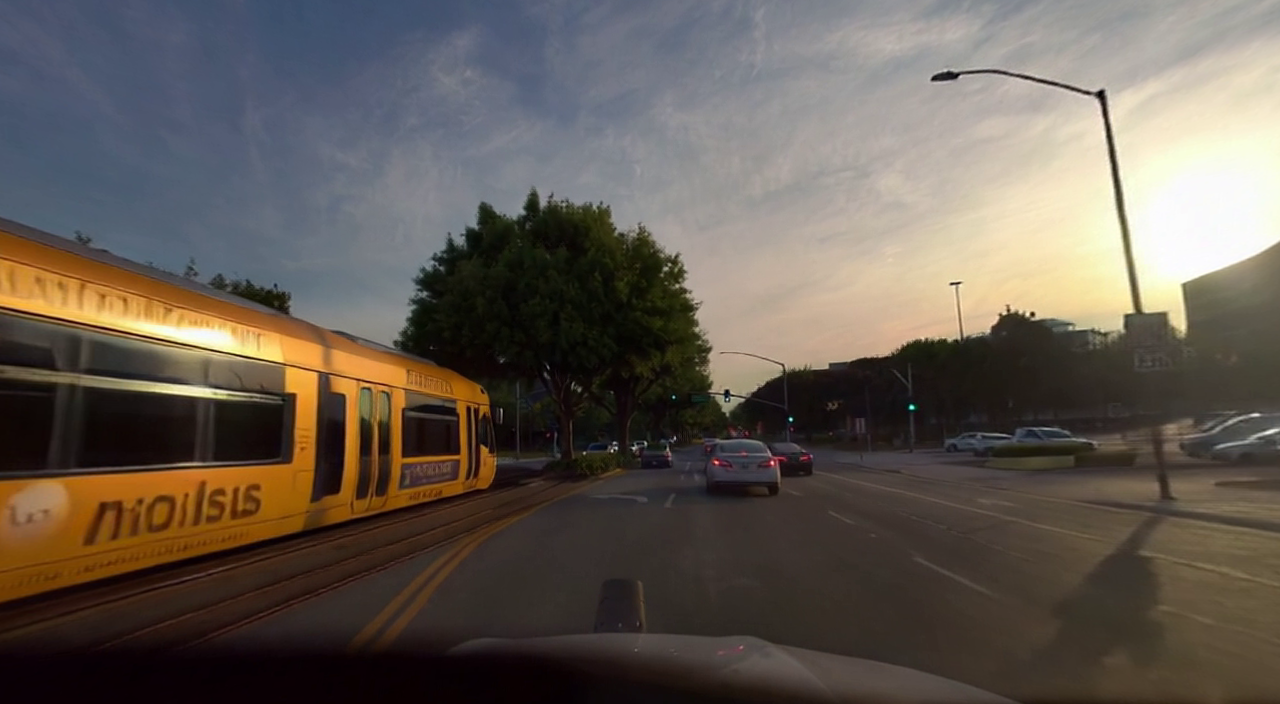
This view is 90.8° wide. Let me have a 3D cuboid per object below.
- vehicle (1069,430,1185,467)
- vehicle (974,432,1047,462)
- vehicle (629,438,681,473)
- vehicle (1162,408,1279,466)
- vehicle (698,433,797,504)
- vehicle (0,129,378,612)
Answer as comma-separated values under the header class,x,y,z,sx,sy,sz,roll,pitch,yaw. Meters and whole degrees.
class,x,y,z,sx,sy,sz,roll,pitch,yaw
vehicle,21.996,4.339,28.821,1.825,1.462,4.764,-3,-8,6
vehicle,20.247,5.199,34.738,1.831,1.545,3.872,0,-8,4
vehicle,0.776,4.731,29.095,2.118,1.478,4.076,-1,-8,5
vehicle,23.958,3.244,24.061,5.654,2.107,2.513,-1,-8,6
vehicle,2.476,2.794,15.640,2.002,1.471,4.337,0,-8,4
vehicle,-6.480,0.013,3.883,2.897,3.700,13.528,-1,-7,5
